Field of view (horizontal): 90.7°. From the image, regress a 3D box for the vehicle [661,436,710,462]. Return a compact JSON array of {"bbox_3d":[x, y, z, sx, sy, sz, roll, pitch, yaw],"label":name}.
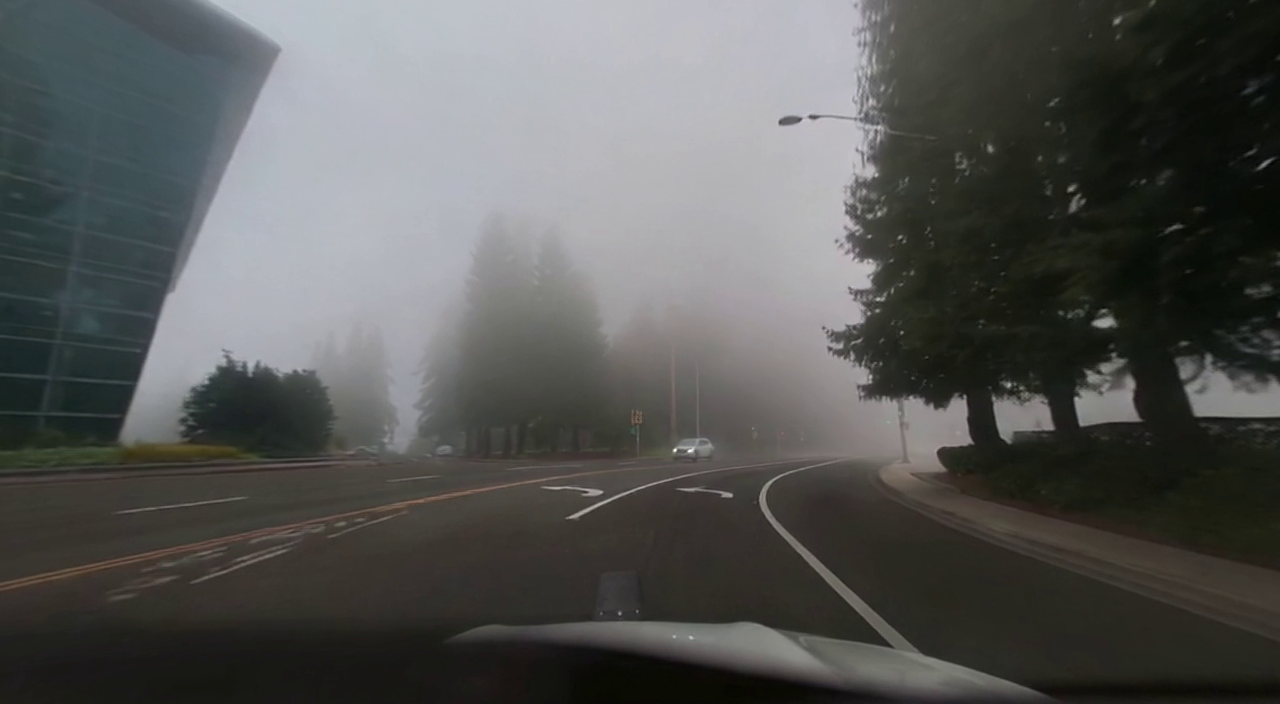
[{"bbox_3d":[3.220,6.668,43.682,2.117,1.683,4.565,-3,-9,21],"label":"vehicle"}]
